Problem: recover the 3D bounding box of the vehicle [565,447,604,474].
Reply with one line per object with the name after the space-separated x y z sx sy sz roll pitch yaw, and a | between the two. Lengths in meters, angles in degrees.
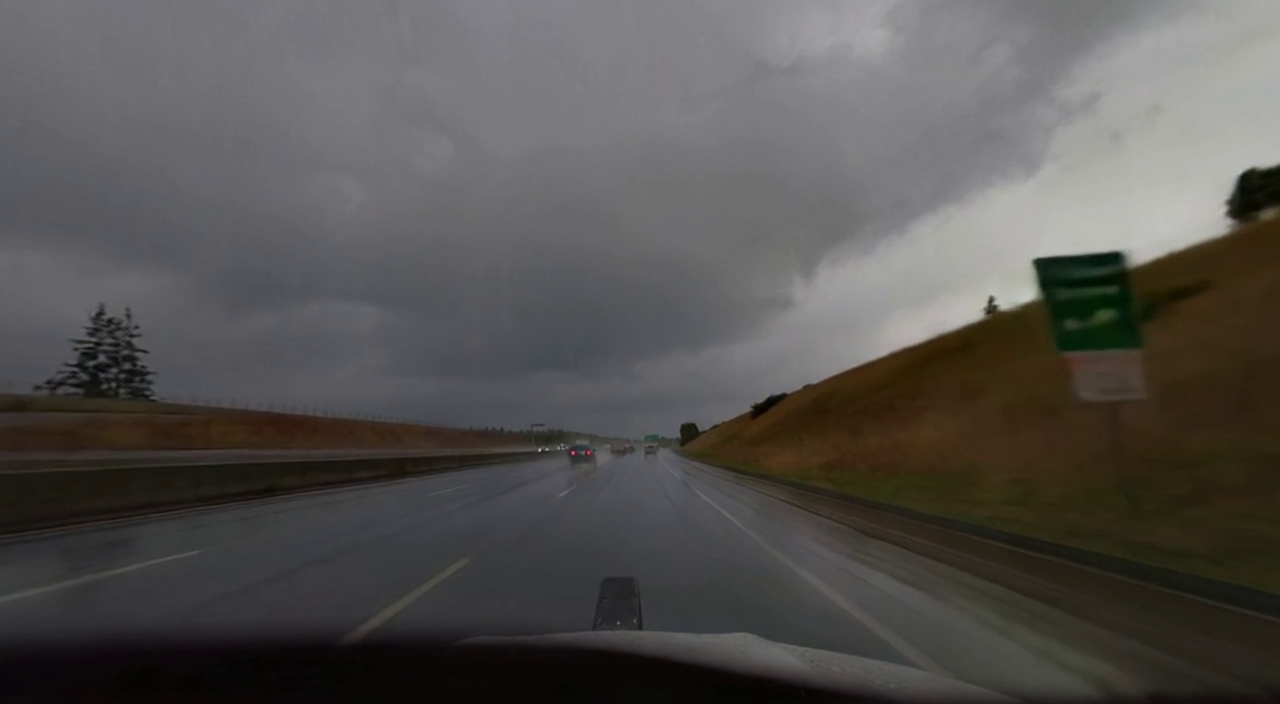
-3.236 6.365 37.081 1.895 1.482 3.852 0 -9 1 | vehicle
